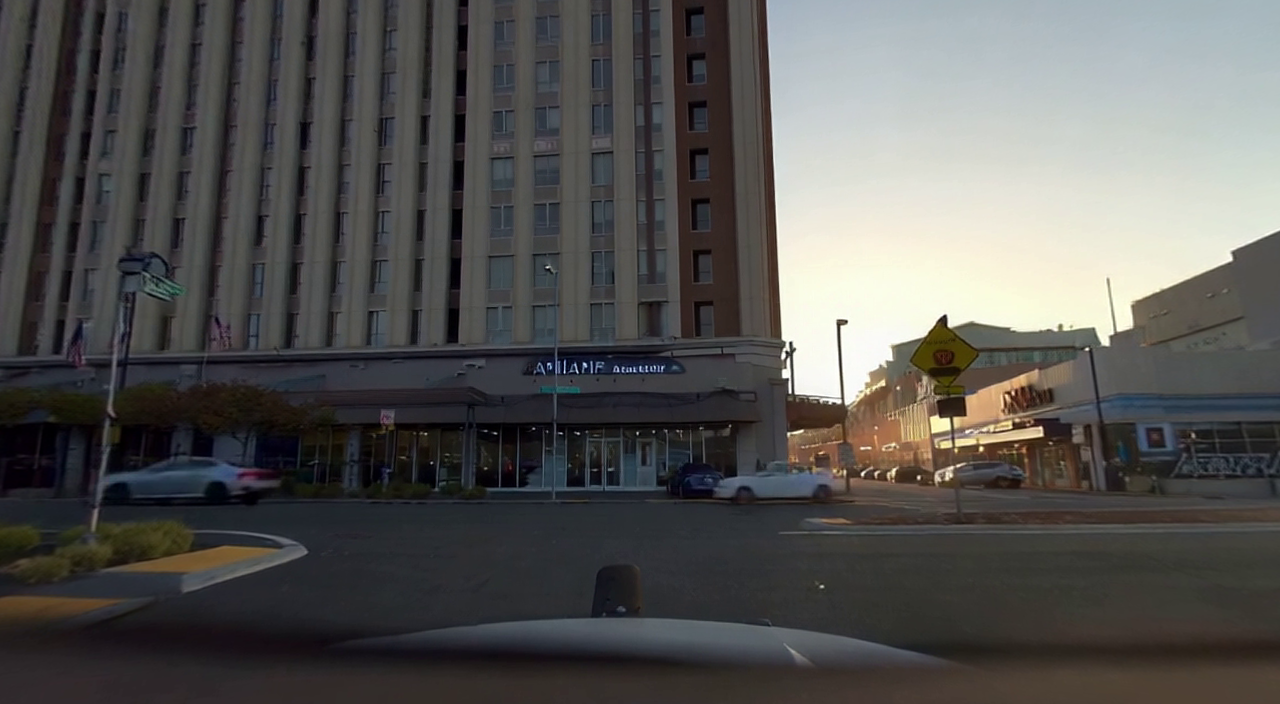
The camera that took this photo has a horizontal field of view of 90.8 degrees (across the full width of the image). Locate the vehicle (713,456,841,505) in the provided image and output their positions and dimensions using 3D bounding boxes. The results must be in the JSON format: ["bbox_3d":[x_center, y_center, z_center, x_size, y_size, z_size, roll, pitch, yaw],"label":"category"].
[{"bbox_3d":[4.808,4.552,22.570,4.073,1.609,1.813,1,-9,-4],"label":"vehicle"}]

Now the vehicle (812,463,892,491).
[{"bbox_3d":[13.014,7.678,38.999,1.791,1.453,4.593,5,-10,-29],"label":"vehicle"}]

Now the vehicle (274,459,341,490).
[{"bbox_3d":[-19.976,7.287,37.865,4.596,1.680,1.936,-7,-11,41],"label":"vehicle"}]

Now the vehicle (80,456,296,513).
[{"bbox_3d":[-12.915,3.800,18.368,4.661,1.478,1.878,1,-9,-7],"label":"vehicle"}]

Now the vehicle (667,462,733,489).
[{"bbox_3d":[3.646,7.600,39.179,1.812,1.468,4.519,5,-10,-29],"label":"vehicle"}]

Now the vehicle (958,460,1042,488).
[{"bbox_3d":[25.780,8.689,45.323,4.838,1.799,1.914,-7,-11,39],"label":"vehicle"}]
